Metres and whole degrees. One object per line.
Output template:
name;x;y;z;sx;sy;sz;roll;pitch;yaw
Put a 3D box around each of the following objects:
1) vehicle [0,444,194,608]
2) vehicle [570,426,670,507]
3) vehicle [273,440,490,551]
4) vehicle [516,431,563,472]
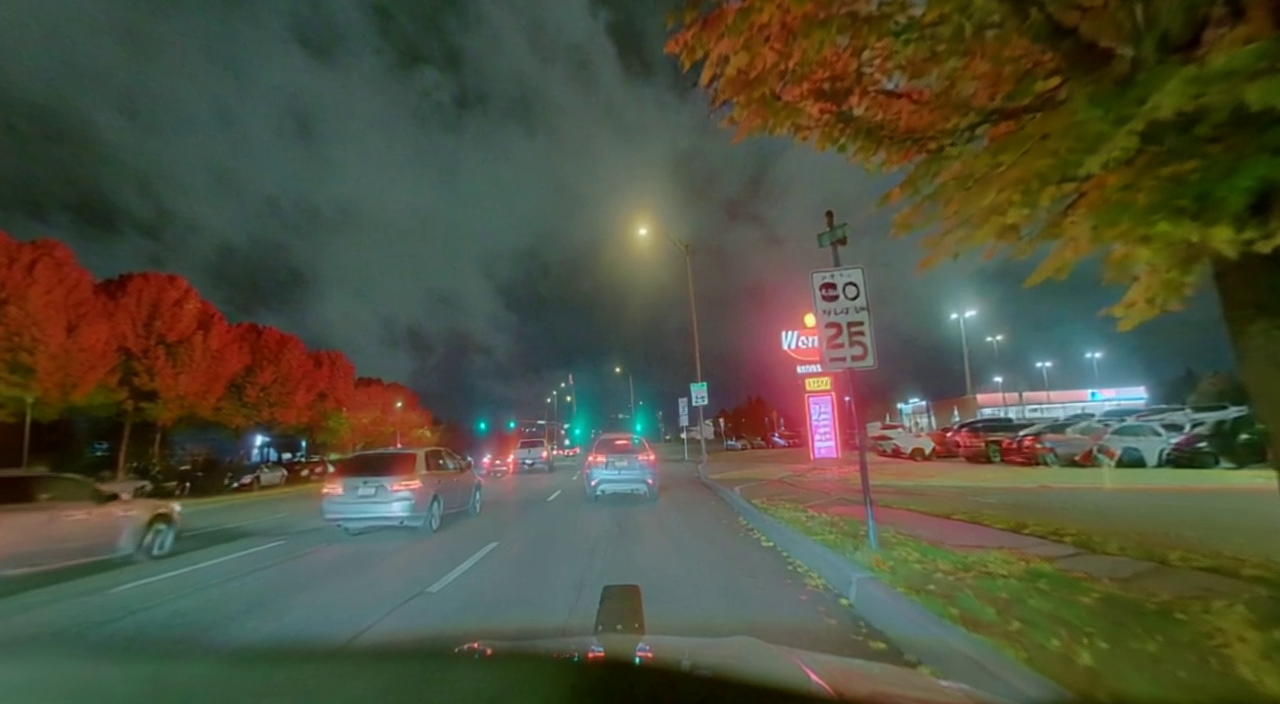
vehicle;-7.662;1.894;7.174;2.051;1.681;4.193;1;-9;0
vehicle;-0.524;2.777;15.607;2.144;1.704;4.028;1;-9;-3
vehicle;-4.265;2.421;11.399;1.974;1.549;4.603;1;-9;0
vehicle;-5.247;5.290;33.479;2.082;2.018;4.308;1;-9;-4
